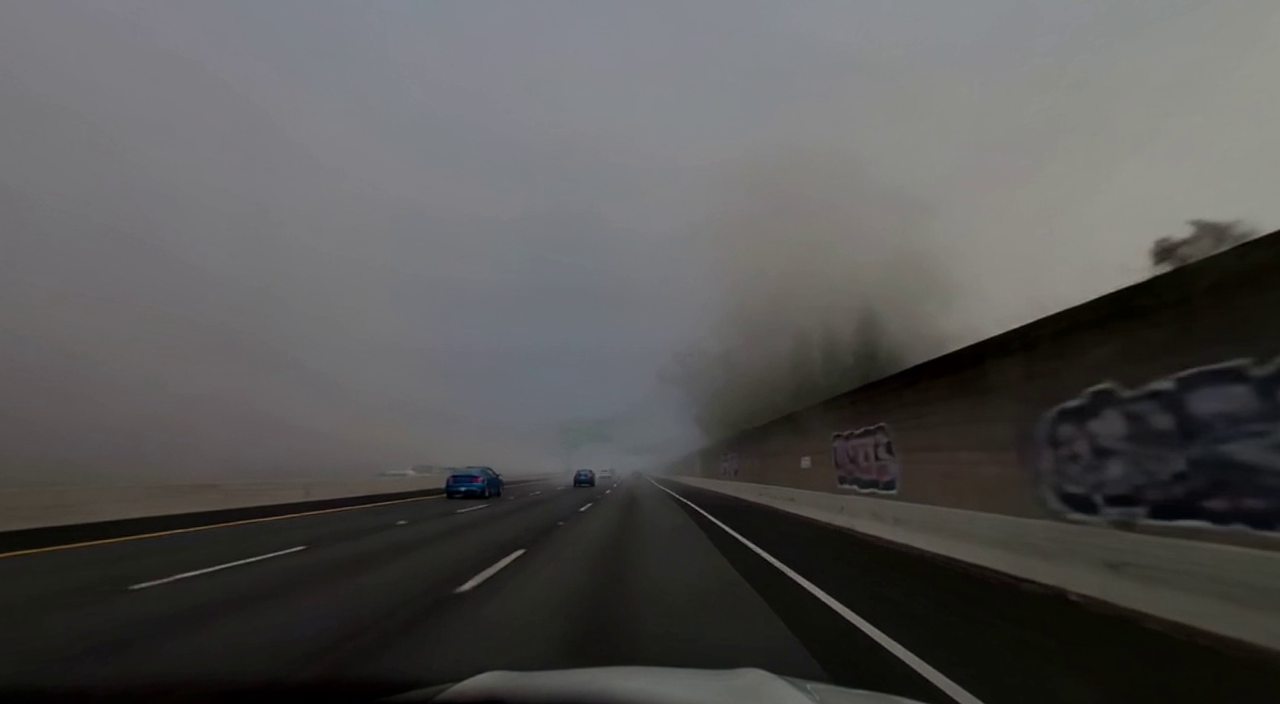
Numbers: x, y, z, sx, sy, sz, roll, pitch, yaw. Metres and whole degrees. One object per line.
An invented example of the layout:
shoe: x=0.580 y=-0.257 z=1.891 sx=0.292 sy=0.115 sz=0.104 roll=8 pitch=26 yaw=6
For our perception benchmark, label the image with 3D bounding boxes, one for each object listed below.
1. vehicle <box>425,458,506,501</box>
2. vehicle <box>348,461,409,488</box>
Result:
vehicle: x=-7.190 y=5.321 z=26.475 sx=2.124 sy=1.630 sz=4.416 roll=1 pitch=-10 yaw=0
vehicle: x=-19.083 y=8.974 z=46.242 sx=2.278 sy=1.773 sz=4.993 roll=1 pitch=-10 yaw=0
